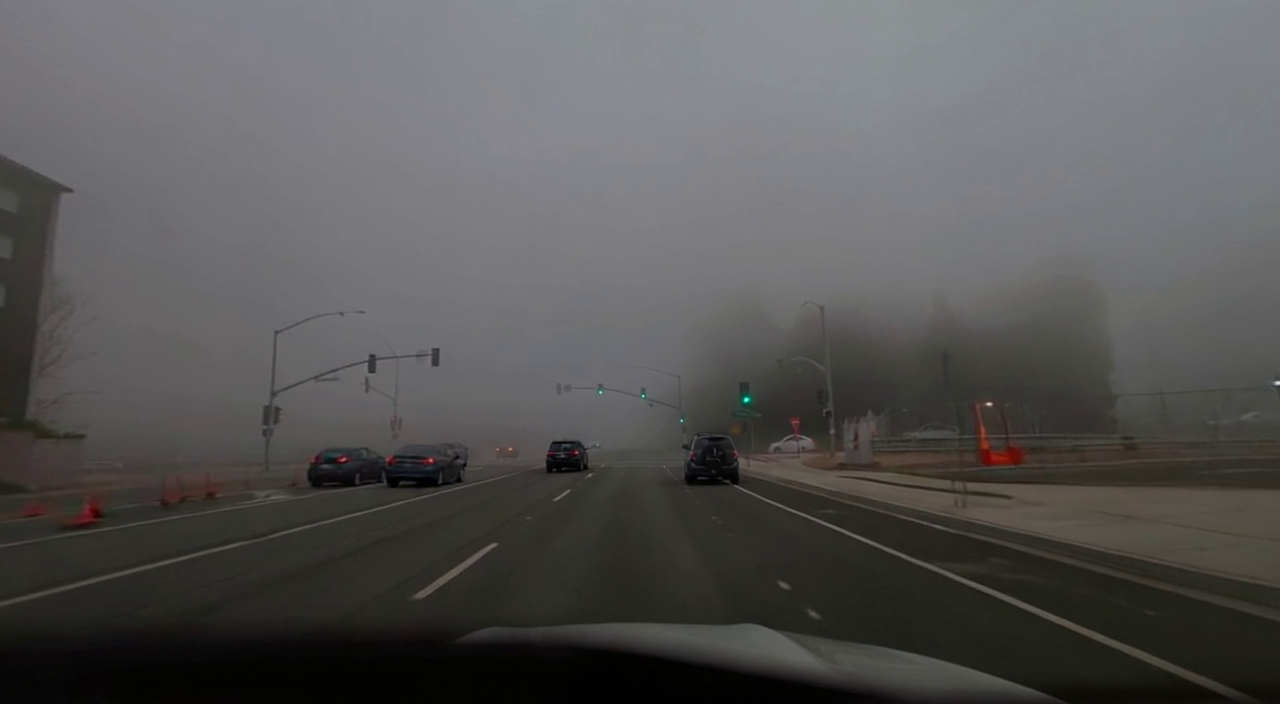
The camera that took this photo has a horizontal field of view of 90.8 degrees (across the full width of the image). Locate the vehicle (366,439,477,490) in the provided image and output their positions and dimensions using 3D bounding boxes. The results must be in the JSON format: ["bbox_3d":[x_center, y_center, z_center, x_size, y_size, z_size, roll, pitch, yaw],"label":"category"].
[{"bbox_3d":[-7.049,3.668,21.002,1.928,1.488,4.635,0,-8,1],"label":"vehicle"}]

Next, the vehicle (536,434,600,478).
[{"bbox_3d":[-2.867,4.268,26.128,2.121,1.654,3.993,0,-8,1],"label":"vehicle"}]

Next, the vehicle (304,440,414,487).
[{"bbox_3d":[-9.872,3.934,22.647,1.874,1.492,4.475,0,-8,0],"label":"vehicle"}]

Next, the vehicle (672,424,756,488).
[{"bbox_3d":[2.249,3.336,20.523,2.197,1.835,4.316,0,-8,0],"label":"vehicle"}]

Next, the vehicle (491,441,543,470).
[{"bbox_3d":[-6.597,5.565,34.185,1.993,1.492,3.666,0,-8,1],"label":"vehicle"}]
